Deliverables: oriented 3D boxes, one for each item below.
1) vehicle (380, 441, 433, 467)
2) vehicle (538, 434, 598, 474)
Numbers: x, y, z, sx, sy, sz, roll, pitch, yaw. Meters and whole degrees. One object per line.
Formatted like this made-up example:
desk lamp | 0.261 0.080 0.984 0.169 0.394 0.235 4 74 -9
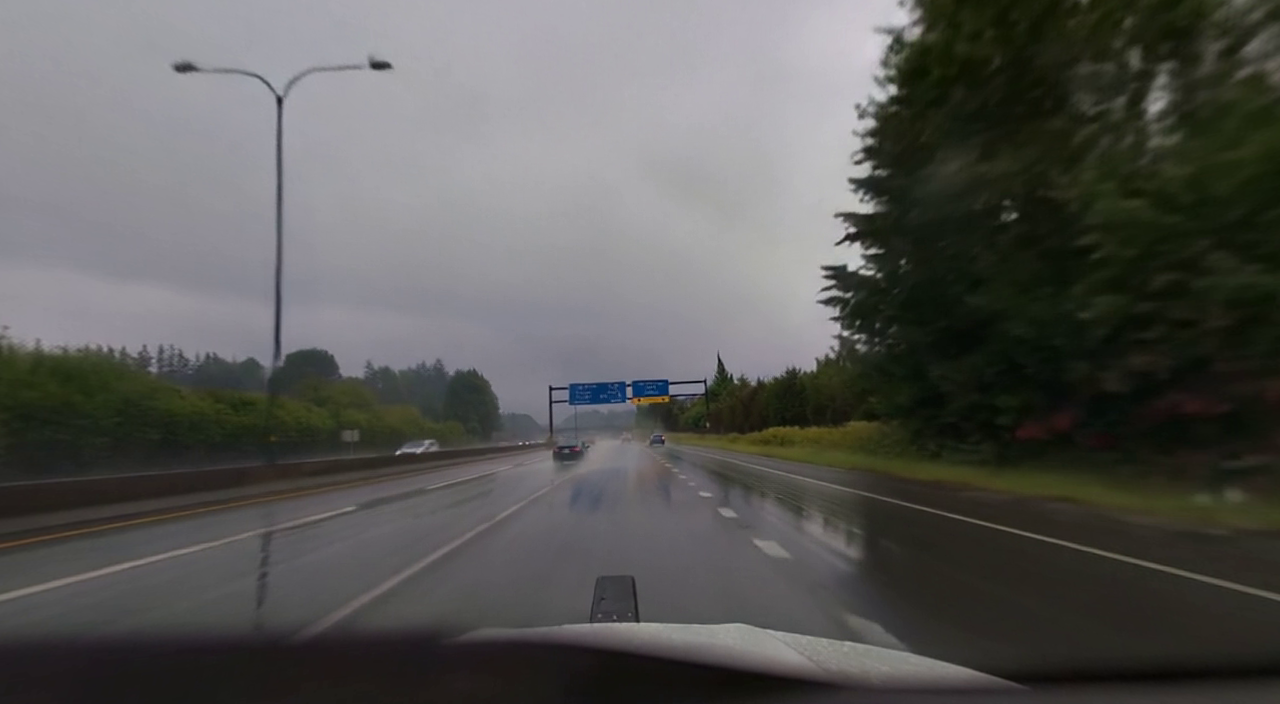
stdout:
vehicle | -16.923 7.384 45.868 2.028 1.708 4.792 0 -8 0
vehicle | -2.843 4.111 25.693 2.000 1.491 3.913 0 -8 0
